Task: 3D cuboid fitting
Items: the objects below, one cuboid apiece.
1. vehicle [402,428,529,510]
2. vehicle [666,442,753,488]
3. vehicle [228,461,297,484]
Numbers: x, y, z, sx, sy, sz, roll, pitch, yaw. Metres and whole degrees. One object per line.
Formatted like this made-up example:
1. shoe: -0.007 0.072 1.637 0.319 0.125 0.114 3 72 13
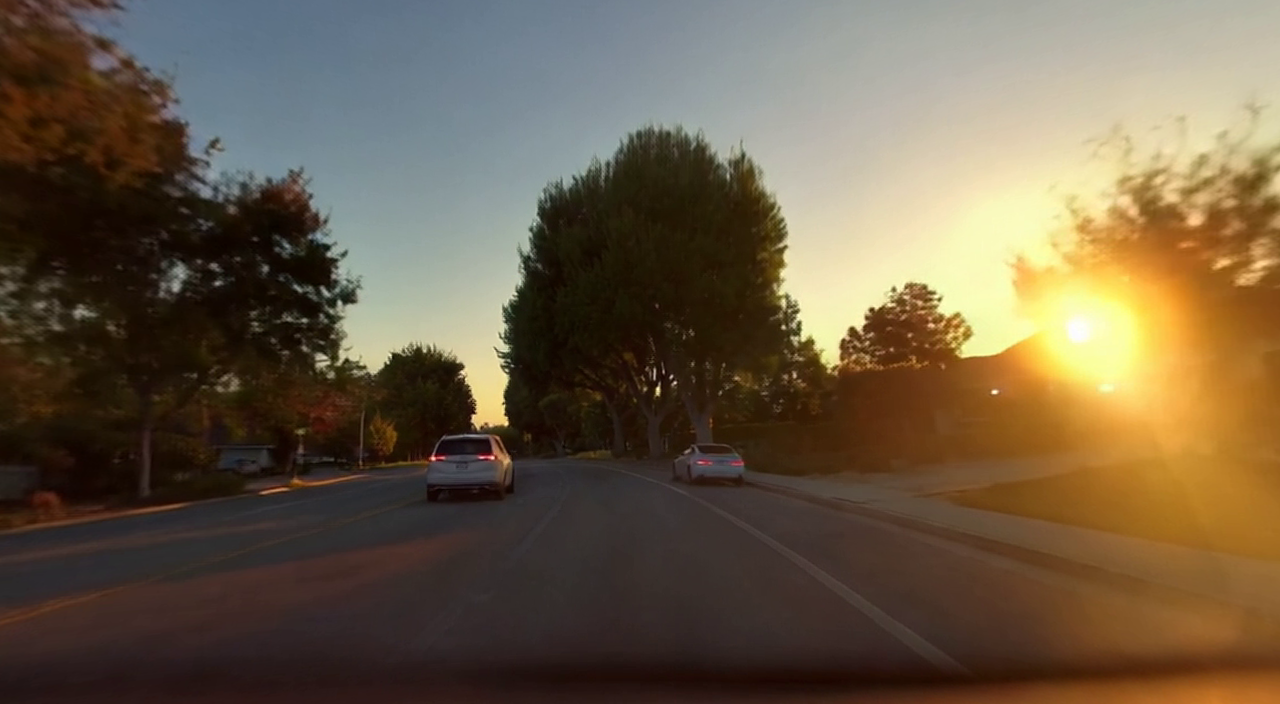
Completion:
1. vehicle: -4.233 2.907 16.188 2.175 1.772 4.442 0 -8 -3
2. vehicle: 2.375 4.014 22.877 1.928 1.447 4.386 1 -9 -10
3. vehicle: -26.955 8.609 45.232 3.892 1.323 1.741 -1 -8 -13
